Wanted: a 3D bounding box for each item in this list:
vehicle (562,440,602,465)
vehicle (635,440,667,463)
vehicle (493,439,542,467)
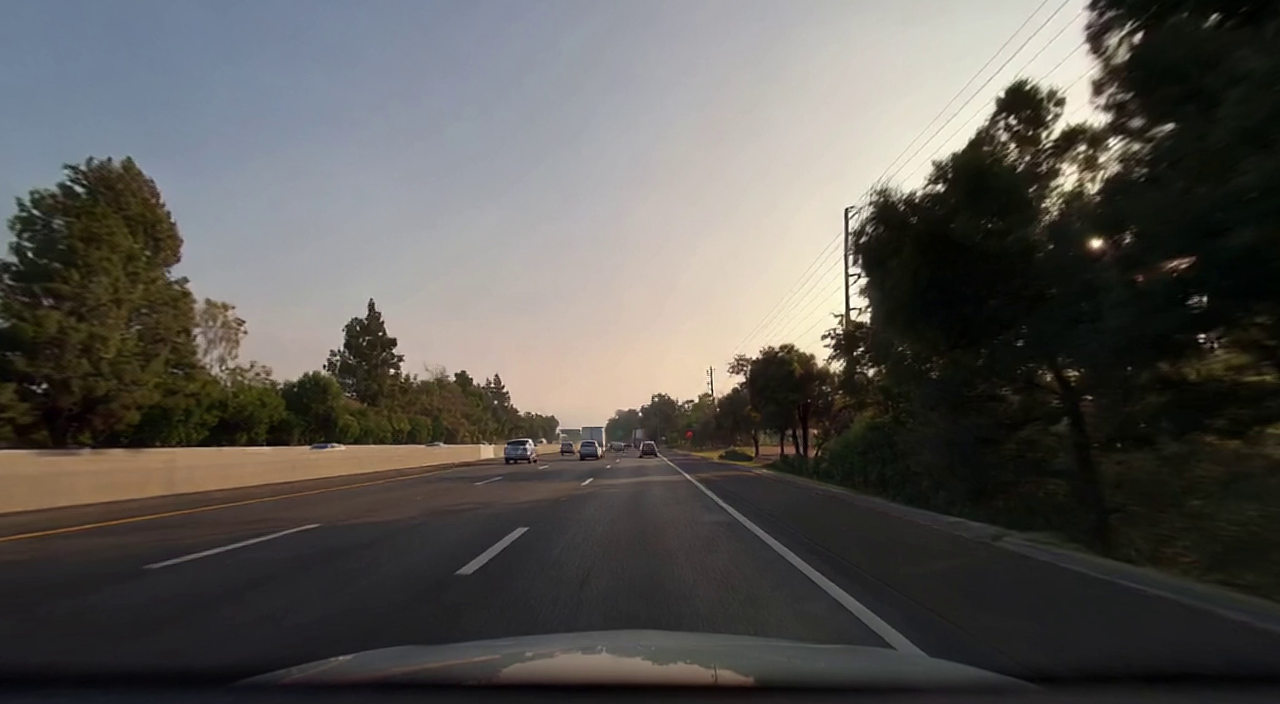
[{"bbox_3d":[-3.558,6.245,39.200,2.046,1.478,4.111,0,-8,1],"label":"vehicle"},{"bbox_3d":[0.732,6.714,42.583,2.057,1.453,3.926,0,-8,1],"label":"vehicle"},{"bbox_3d":[-7.058,5.849,36.540,1.936,1.497,4.251,0,-8,1],"label":"vehicle"}]
